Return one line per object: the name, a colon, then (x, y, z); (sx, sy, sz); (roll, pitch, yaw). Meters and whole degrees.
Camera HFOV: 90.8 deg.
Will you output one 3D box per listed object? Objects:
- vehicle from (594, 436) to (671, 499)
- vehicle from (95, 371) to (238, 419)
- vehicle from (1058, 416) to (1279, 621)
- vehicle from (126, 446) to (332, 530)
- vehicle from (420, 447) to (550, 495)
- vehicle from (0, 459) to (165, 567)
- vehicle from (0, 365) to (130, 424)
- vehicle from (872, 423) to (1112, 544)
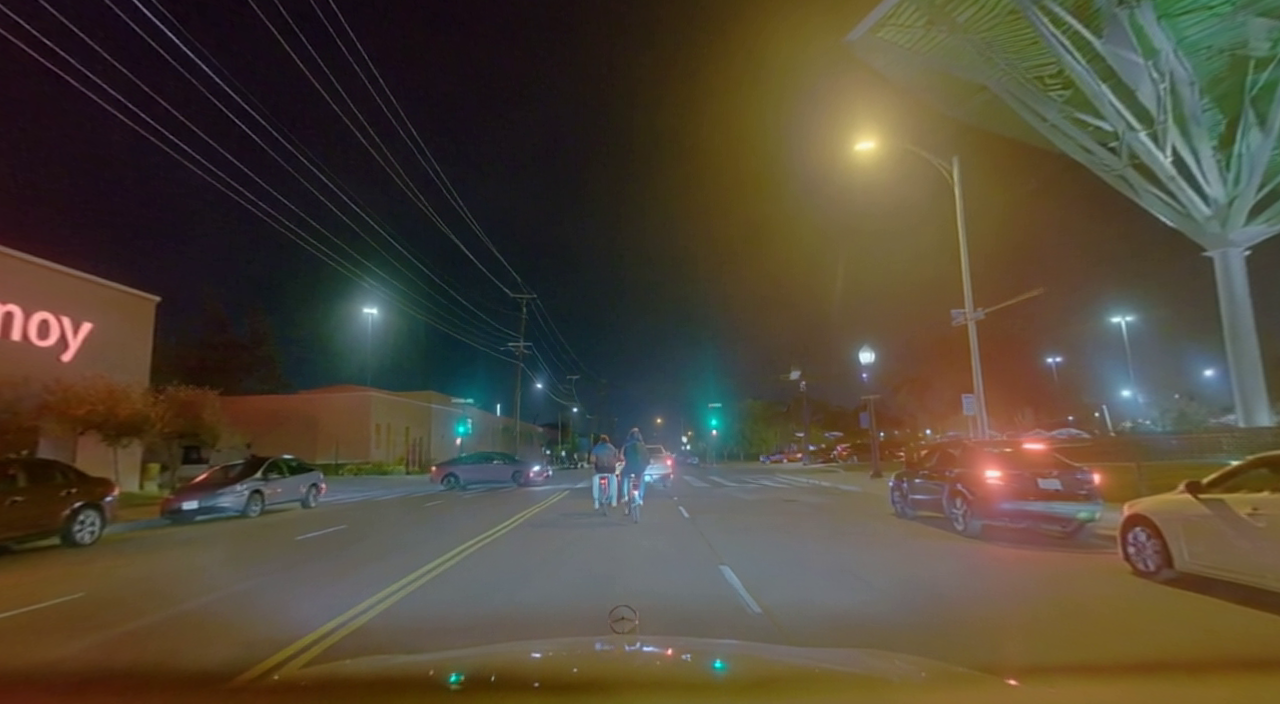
vehicle: (-0.194, 3.606, 20.170); (2.190, 1.783, 4.048); (0, -8, 1)
vehicle: (-17.109, 1.598, 22.969); (3.685, 1.584, 1.708); (1, -9, -3)
vehicle: (5.890, 1.357, 5.367); (1.900, 1.566, 3.995); (0, -8, 0)
vehicle: (-10.274, 3.372, 16.426); (2.075, 1.816, 4.900); (0, -8, -1)
vehicle: (-6.271, 4.838, 26.096); (4.961, 1.832, 2.287); (1, -9, -10)
vehicle: (-10.230, 2.494, 9.989); (1.904, 1.495, 4.585); (0, -9, -1)
vehicle: (-17.263, 1.261, 18.097); (3.750, 1.495, 1.727); (-1, -8, -2)
vehicle: (5.823, 2.193, 11.156); (1.873, 1.714, 3.979); (0, -8, 0)
